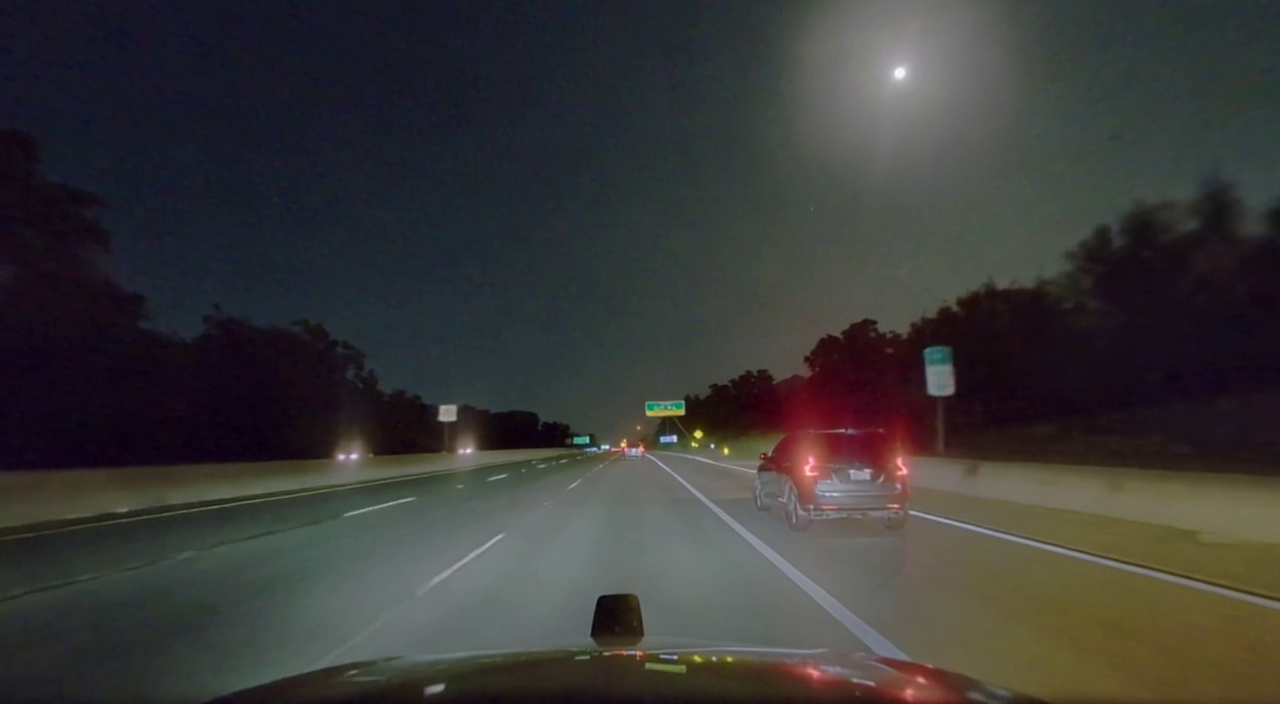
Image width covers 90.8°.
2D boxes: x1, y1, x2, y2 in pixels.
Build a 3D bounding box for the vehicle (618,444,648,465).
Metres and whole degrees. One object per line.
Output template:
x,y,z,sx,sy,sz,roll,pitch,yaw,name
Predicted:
-0.520,7.422,45.887,2.080,1.468,3.884,0,-8,-1,vehicle
